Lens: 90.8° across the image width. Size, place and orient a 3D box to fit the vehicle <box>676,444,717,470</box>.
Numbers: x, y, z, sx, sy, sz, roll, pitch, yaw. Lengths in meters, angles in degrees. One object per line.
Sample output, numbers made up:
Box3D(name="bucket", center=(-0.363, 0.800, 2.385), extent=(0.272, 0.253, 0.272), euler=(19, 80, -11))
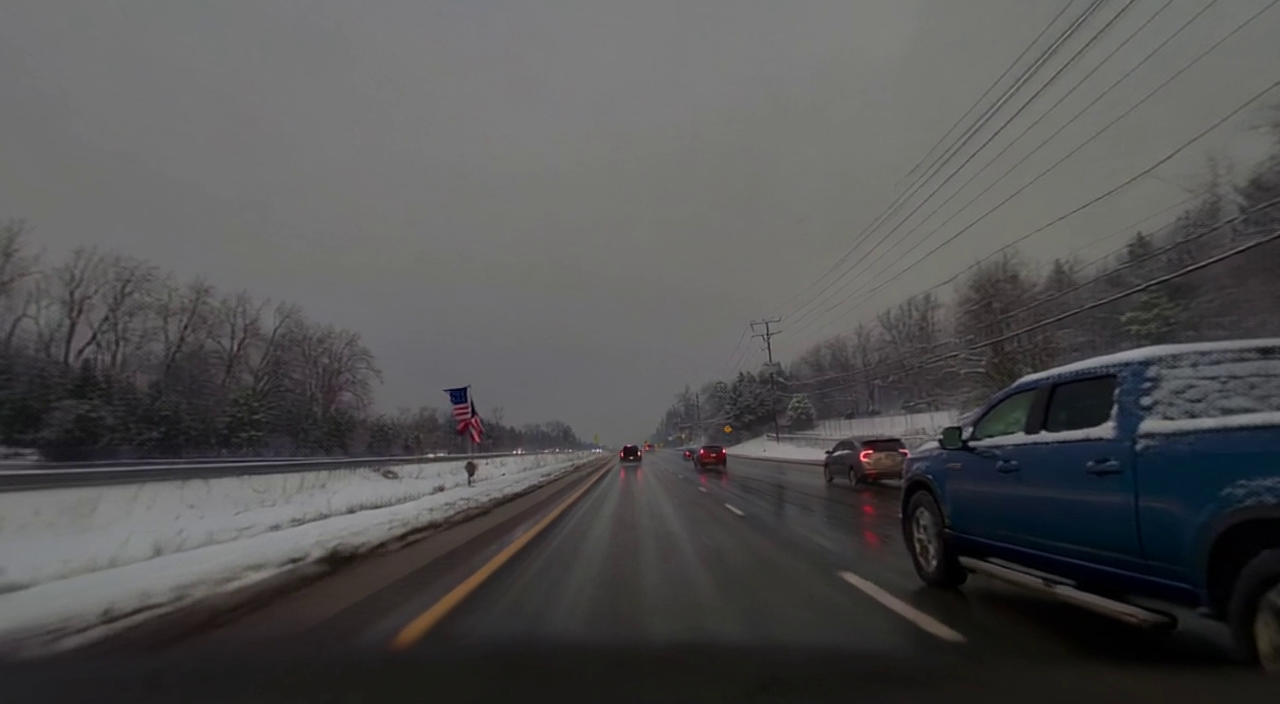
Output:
Box3D(name="vehicle", center=(3.361, 6.323, 38.270), extent=(1.978, 1.488, 4.252), euler=(0, -8, -2))

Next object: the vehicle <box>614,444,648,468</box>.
Box3D(name="vehicle", center=(-0.590, 6.839, 41.700), extent=(2.085, 1.449, 3.860), euler=(0, -8, -1))

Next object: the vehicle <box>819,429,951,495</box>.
Box3D(name="vehicle", center=(7.392, 3.369, 19.745), extent=(2.114, 1.800, 4.779), euler=(0, -8, -1))

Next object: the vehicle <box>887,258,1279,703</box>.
Box3D(name="vehicle", center=(3.700, 0.744, 3.080), extent=(2.461, 2.013, 6.075), euler=(0, -8, -1))
